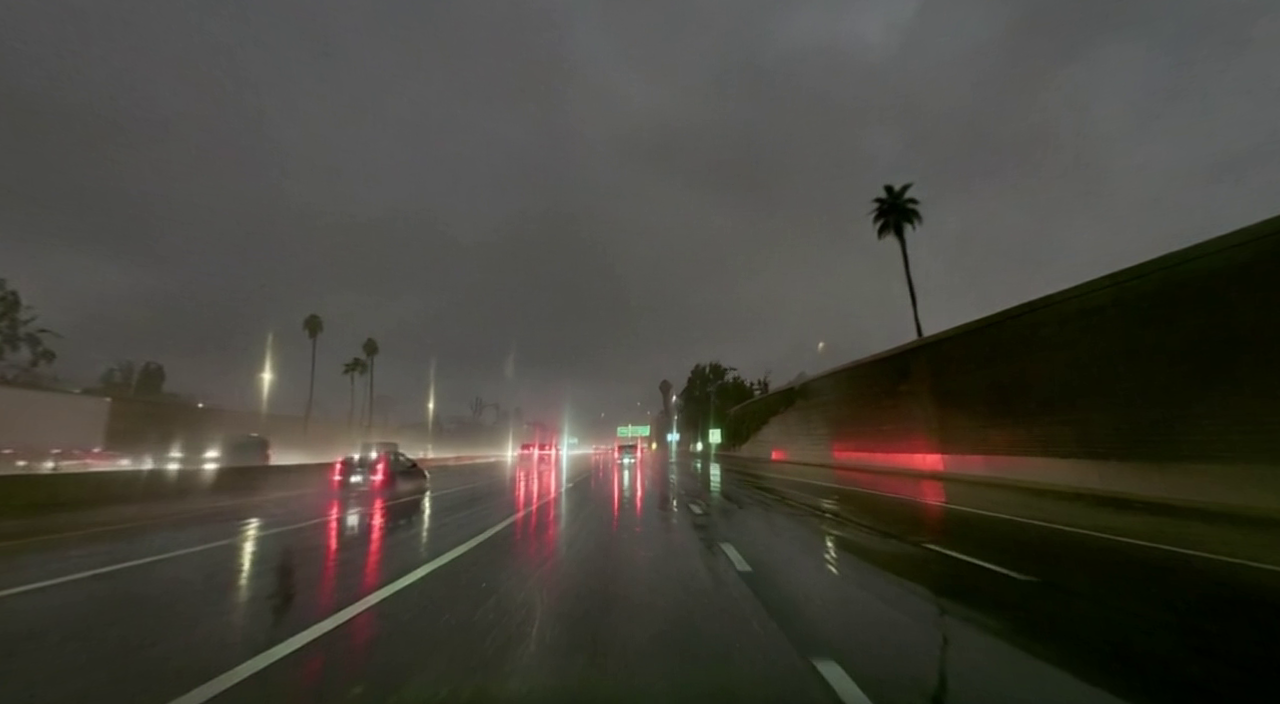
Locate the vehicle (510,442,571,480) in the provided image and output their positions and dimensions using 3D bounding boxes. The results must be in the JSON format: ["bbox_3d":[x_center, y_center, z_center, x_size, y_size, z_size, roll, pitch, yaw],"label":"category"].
[{"bbox_3d":[-4.694,5.209,30.410,2.204,1.677,4.438,0,-8,0],"label":"vehicle"}]

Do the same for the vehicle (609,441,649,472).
[{"bbox_3d":[-0.650,6.013,36.530,2.201,1.672,4.128,0,-8,-1],"label":"vehicle"}]

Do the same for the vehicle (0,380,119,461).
[{"bbox_3d":[-32.944,3.142,29.546,2.883,3.957,16.802,0,-9,0],"label":"vehicle"}]

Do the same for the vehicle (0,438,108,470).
[{"bbox_3d":[-28.993,4.973,30.991,1.846,1.427,4.505,0,-8,1],"label":"vehicle"}]

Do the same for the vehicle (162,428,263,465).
[{"bbox_3d":[-17.920,3.994,26.702,1.774,1.453,3.552,0,-8,-1],"label":"vehicle"}]

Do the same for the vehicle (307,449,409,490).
[{"bbox_3d":[-11.381,4.760,25.946,1.946,1.473,4.763,0,-8,1],"label":"vehicle"}]
